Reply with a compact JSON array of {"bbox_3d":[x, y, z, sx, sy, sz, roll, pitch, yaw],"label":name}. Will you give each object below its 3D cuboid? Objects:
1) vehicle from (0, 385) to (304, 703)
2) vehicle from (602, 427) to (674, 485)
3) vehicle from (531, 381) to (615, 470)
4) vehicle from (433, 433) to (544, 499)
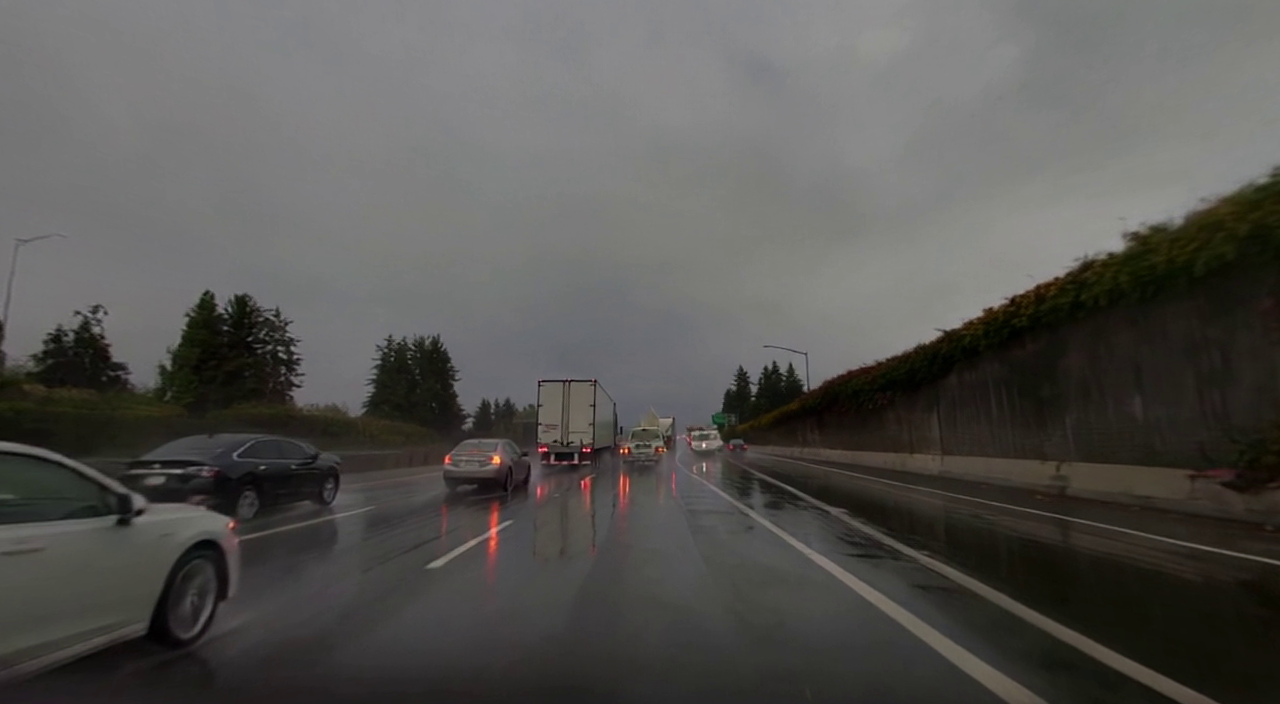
[{"bbox_3d":[-3.764,0.946,2.840,1.866,1.568,4.603,0,-8,1],"label":"vehicle"},{"bbox_3d":[-0.055,3.682,22.599,2.325,1.864,4.128,0,-8,0],"label":"vehicle"},{"bbox_3d":[-3.712,5.050,40.081,3.348,4.469,16.443,0,-9,1],"label":"vehicle"},{"bbox_3d":[-4.100,3.156,17.831,2.124,1.627,3.863,0,-8,1],"label":"vehicle"}]
